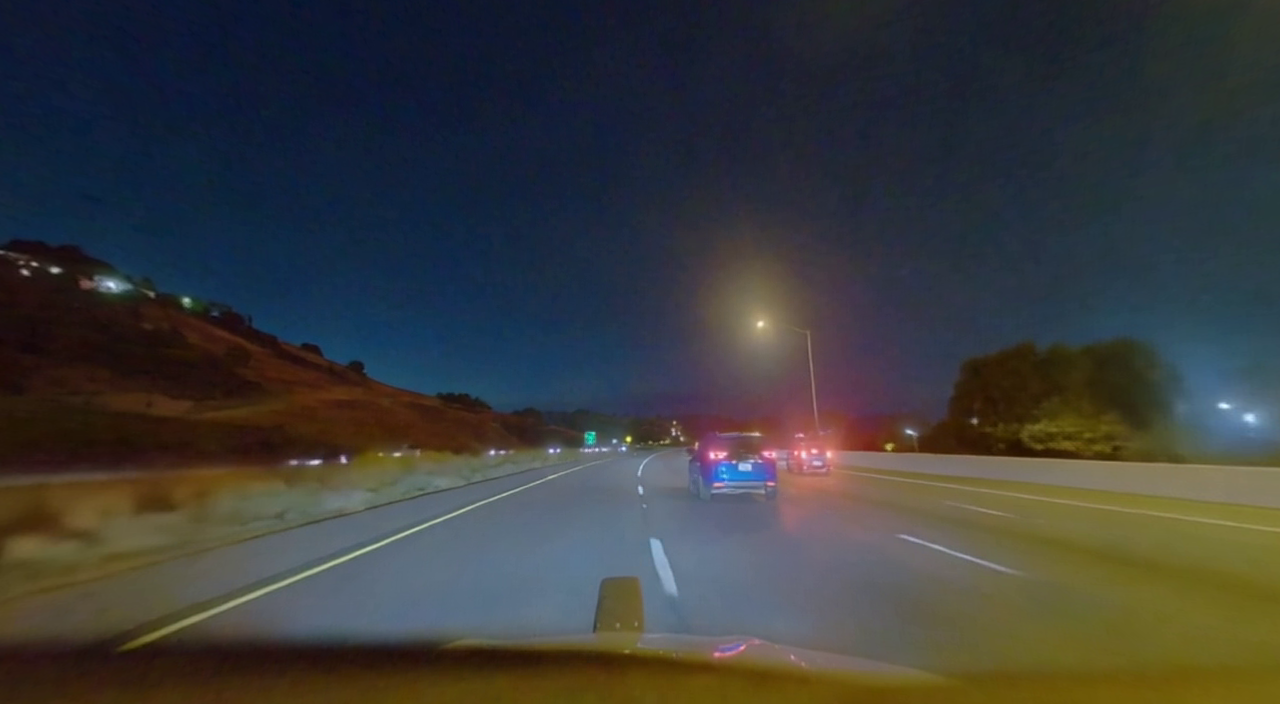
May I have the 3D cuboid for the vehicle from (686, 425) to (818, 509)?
[{"bbox_3d":[2.565,2.786,15.755,2.318,1.766,4.587,0,-8,-2],"label":"vehicle"}]

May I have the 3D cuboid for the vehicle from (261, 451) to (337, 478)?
[{"bbox_3d":[-19.689,6.480,36.571,1.897,1.452,4.335,0,-8,1],"label":"vehicle"}]
